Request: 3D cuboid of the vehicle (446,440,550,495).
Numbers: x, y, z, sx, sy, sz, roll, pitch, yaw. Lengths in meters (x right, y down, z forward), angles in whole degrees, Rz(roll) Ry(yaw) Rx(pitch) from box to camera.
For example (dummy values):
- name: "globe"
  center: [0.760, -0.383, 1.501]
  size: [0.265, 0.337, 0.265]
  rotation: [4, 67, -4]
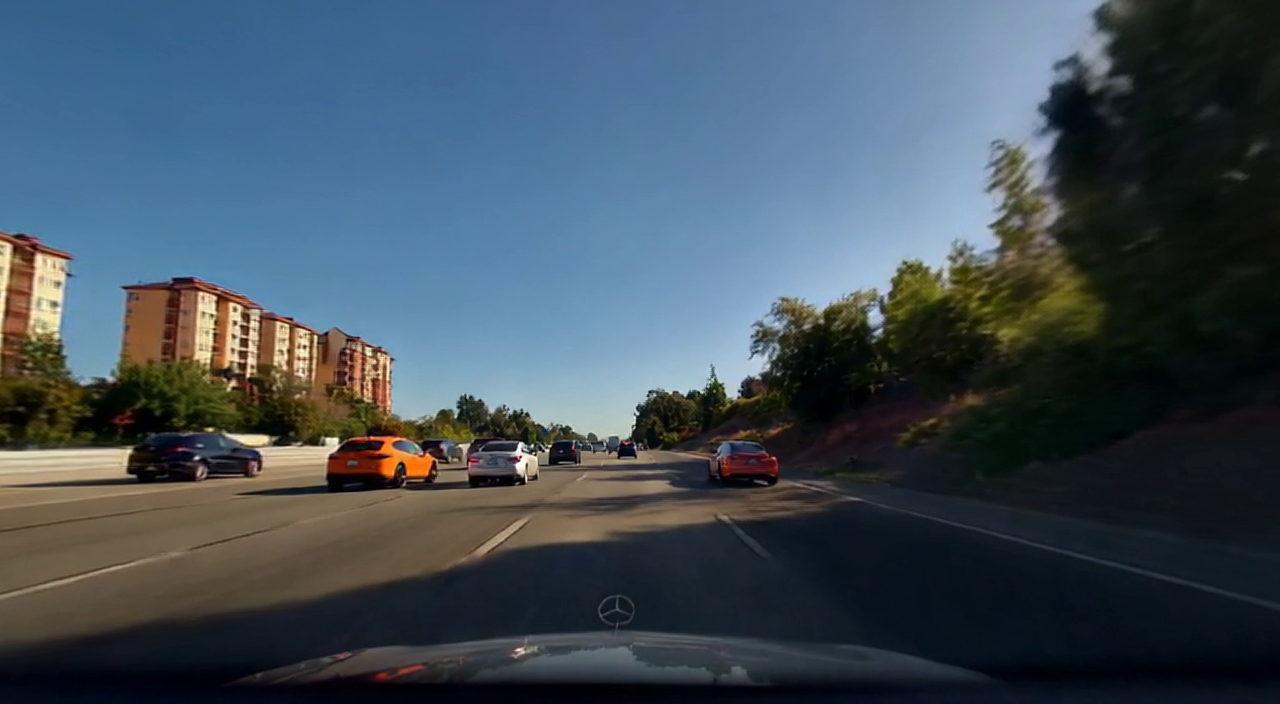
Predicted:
- name: "vehicle"
  center: [-4.096, 3.401, 19.061]
  size: [2.124, 1.426, 4.444]
  rotation: [0, -8, 0]

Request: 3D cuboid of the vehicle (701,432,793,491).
- name: "vehicle"
  center: [3.282, 3.453, 20.319]
  size: [2.061, 1.658, 4.417]
  rotation: [0, -8, -2]

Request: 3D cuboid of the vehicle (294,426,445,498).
- name: "vehicle"
  center: [-7.525, 3.101, 18.292]
  size: [2.086, 1.776, 5.080]
  rotation: [0, -8, 0]

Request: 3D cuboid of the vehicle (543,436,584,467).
- name: "vehicle"
  center: [-4.676, 6.146, 39.170]
  size: [2.044, 1.774, 4.329]
  rotation: [0, -8, 0]

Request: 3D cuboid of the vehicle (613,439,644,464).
- name: "vehicle"
  center: [-0.762, 6.877, 43.700]
  size: [2.053, 1.650, 3.945]
  rotation: [0, -8, -1]

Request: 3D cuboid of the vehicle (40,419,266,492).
- name: "vehicle"
  center: [-15.354, 3.327, 20.684]
  size: [2.396, 1.999, 6.333]
  rotation: [0, -8, 0]
